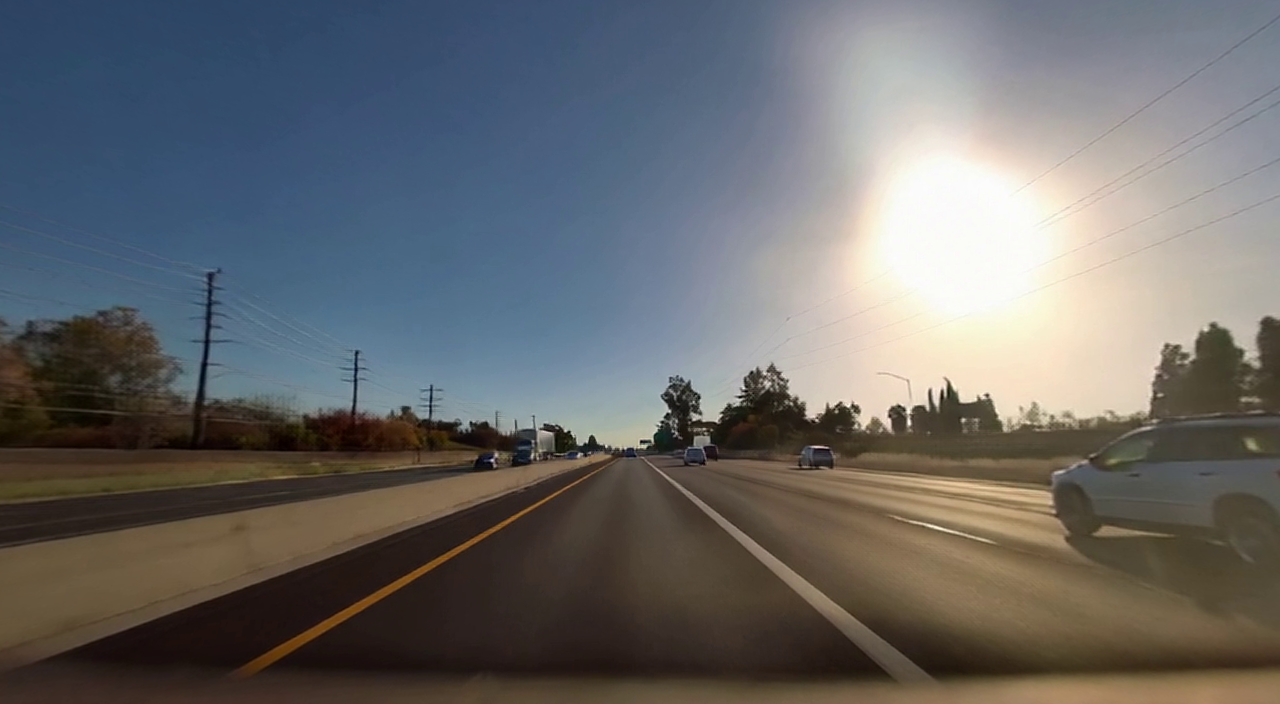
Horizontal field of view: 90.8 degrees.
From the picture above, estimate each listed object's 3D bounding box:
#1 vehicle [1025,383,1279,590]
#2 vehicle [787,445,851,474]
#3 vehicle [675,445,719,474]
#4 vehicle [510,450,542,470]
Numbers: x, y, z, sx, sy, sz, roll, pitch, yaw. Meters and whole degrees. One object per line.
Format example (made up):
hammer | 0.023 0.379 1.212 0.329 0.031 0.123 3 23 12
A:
vehicle | 6.935 1.369 6.701 2.244 1.858 5.414 0 -9 0
vehicle | 10.107 6.102 36.030 1.987 1.502 5.130 0 -9 -2
vehicle | 3.214 6.162 36.446 2.018 1.600 4.121 0 -9 -2
vehicle | -8.938 8.450 49.677 1.798 1.465 3.431 0 -9 1
